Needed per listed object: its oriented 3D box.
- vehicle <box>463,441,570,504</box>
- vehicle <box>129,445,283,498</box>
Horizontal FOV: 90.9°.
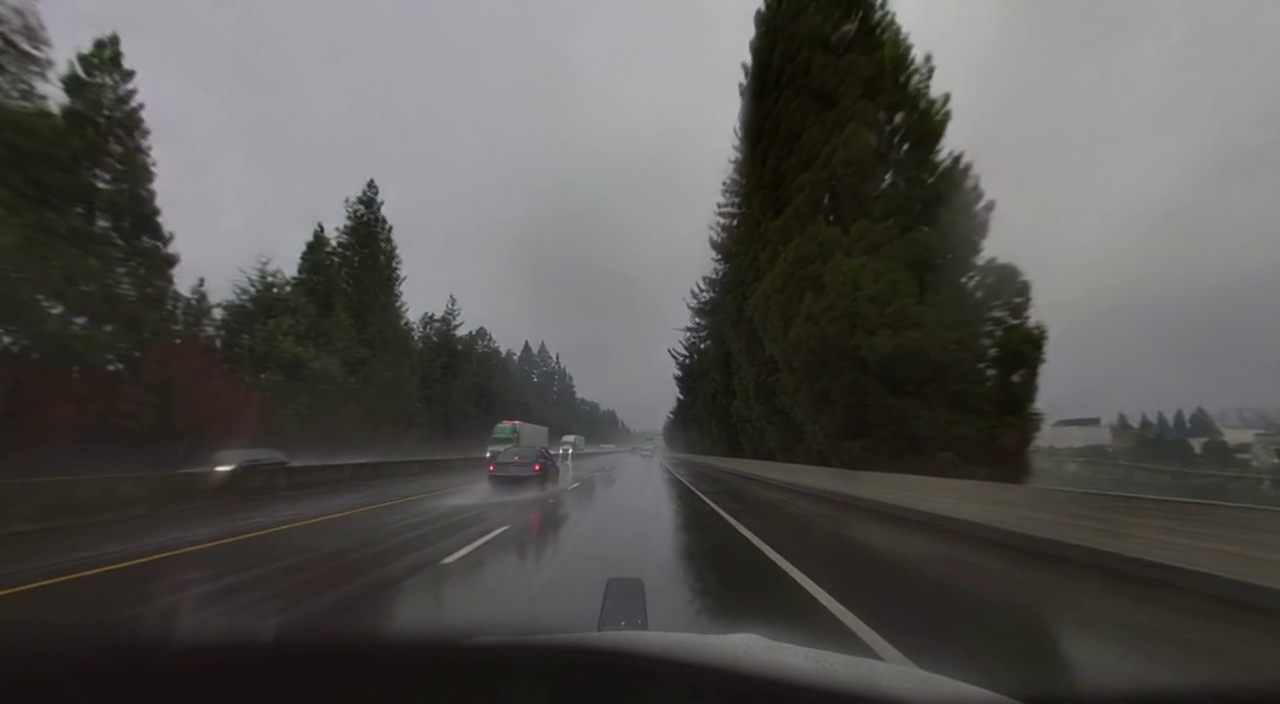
[{"bbox_3d":[-3.244,3.280,17.622,1.969,1.505,4.636,0,-9,1],"label":"vehicle"},{"bbox_3d":[-12.777,3.520,18.889,1.846,1.407,3.852,0,-9,0],"label":"vehicle"}]
